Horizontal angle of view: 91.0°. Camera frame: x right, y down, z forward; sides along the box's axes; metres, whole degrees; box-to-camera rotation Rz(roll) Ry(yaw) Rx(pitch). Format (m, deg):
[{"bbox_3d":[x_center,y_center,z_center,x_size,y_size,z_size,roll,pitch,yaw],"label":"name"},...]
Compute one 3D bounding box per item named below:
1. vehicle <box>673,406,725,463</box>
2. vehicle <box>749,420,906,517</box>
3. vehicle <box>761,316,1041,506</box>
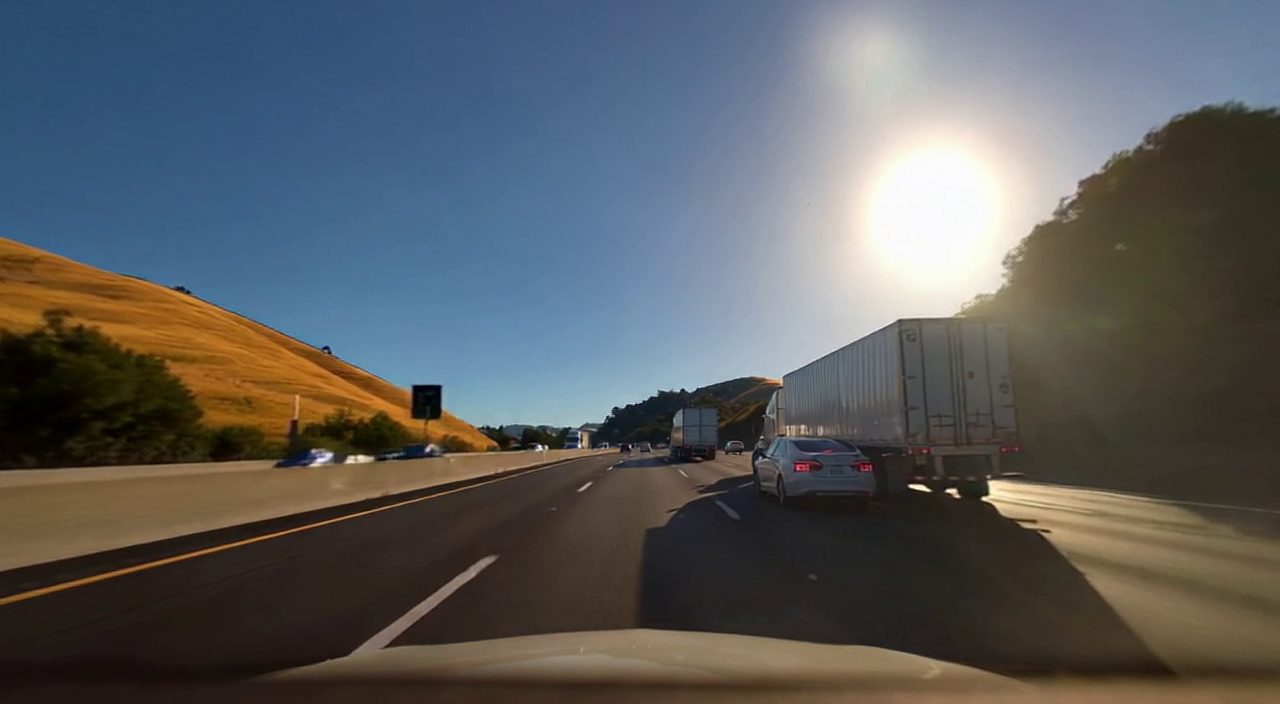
[{"bbox_3d":[4.412,6.564,49.331,3.049,3.968,10.706,0,-9,0],"label":"vehicle"},{"bbox_3d":[3.754,2.420,13.530,2.055,1.737,4.224,0,-9,0],"label":"vehicle"},{"bbox_3d":[7.241,2.461,21.919,2.947,4.199,16.175,0,-9,0],"label":"vehicle"}]
